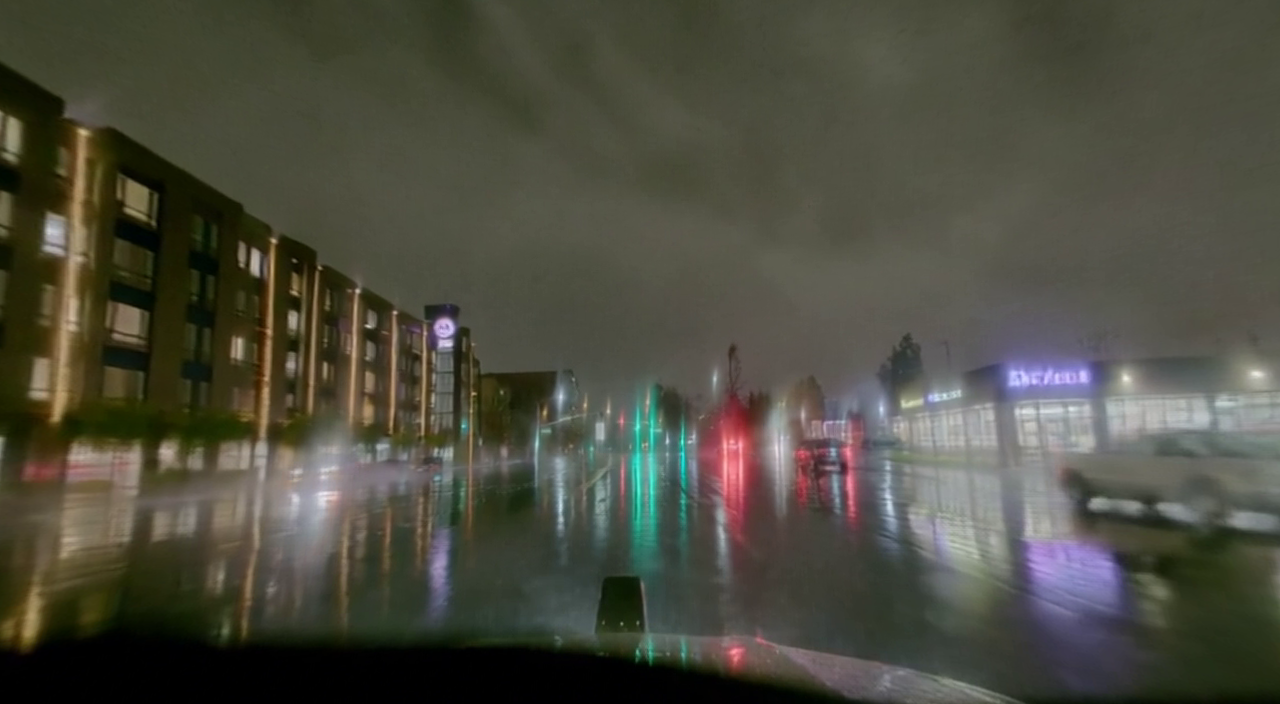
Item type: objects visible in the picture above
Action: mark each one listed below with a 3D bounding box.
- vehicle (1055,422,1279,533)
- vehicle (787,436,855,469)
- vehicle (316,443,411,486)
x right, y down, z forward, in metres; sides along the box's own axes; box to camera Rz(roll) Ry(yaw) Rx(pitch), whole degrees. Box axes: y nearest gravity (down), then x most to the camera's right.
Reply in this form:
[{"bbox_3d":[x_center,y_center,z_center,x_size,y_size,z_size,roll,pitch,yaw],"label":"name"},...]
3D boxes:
[{"bbox_3d":[10.579,2.273,12.089,2.078,1.688,4.557,1,-8,-2],"label":"vehicle"},{"bbox_3d":[10.039,5.621,35.541,2.183,1.698,5.010,1,-8,-2],"label":"vehicle"},{"bbox_3d":[-12.340,5.015,28.604,2.262,1.732,4.501,0,-8,0],"label":"vehicle"}]
